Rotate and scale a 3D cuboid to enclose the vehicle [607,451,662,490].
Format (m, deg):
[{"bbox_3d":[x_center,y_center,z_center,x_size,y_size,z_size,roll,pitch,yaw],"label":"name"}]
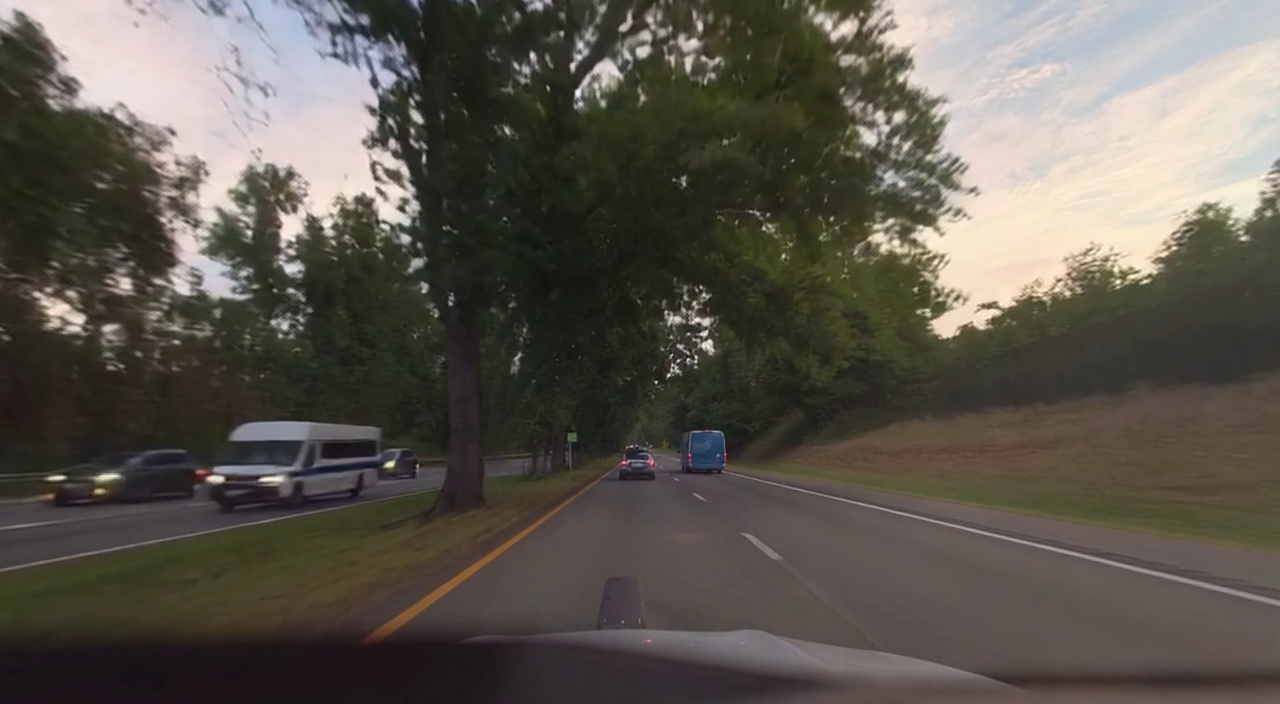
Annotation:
[{"bbox_3d":[-0.201,4.722,25.501,2.037,1.417,3.885,0,-9,0],"label":"vehicle"}]

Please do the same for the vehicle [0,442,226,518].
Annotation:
[{"bbox_3d":[-11.484,2.778,14.157,1.752,1.442,3.808,0,-9,0],"label":"vehicle"}]

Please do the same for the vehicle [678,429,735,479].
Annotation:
[{"bbox_3d":[3.726,5.869,36.427,2.513,2.633,5.930,0,-9,-1],"label":"vehicle"}]

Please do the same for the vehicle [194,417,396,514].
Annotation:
[{"bbox_3d":[-7.768,2.627,14.964,2.023,1.871,4.993,0,-9,-1],"label":"vehicle"}]
